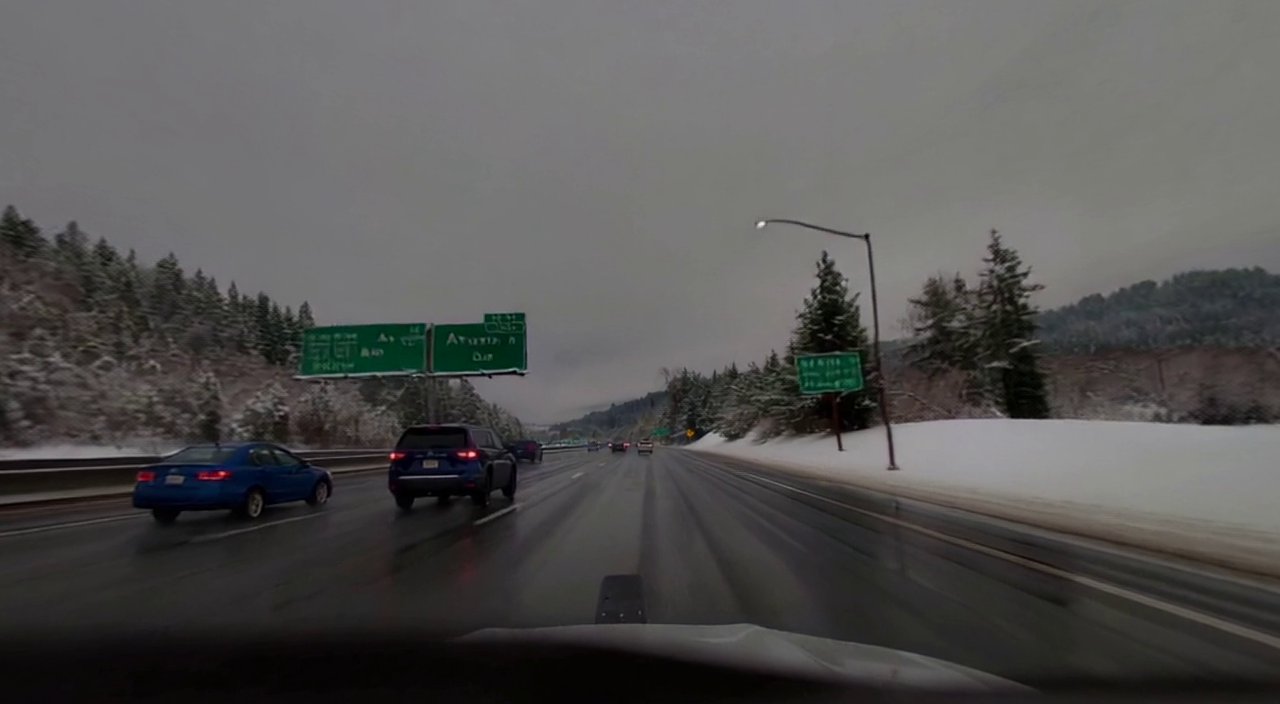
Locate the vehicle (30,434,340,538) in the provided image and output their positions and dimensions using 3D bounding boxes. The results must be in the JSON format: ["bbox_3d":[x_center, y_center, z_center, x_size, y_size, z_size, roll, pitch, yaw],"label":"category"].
[{"bbox_3d":[-7.866,2.338,11.736,1.984,1.508,4.935,-1,-9,2],"label":"vehicle"}]

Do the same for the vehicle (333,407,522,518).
[{"bbox_3d":[-4.265,2.348,13.744,2.219,1.947,4.924,-1,-9,2],"label":"vehicle"}]

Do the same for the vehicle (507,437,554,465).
[{"bbox_3d":[-6.895,6.322,40.188,2.069,1.636,4.483,-1,-9,2],"label":"vehicle"}]
